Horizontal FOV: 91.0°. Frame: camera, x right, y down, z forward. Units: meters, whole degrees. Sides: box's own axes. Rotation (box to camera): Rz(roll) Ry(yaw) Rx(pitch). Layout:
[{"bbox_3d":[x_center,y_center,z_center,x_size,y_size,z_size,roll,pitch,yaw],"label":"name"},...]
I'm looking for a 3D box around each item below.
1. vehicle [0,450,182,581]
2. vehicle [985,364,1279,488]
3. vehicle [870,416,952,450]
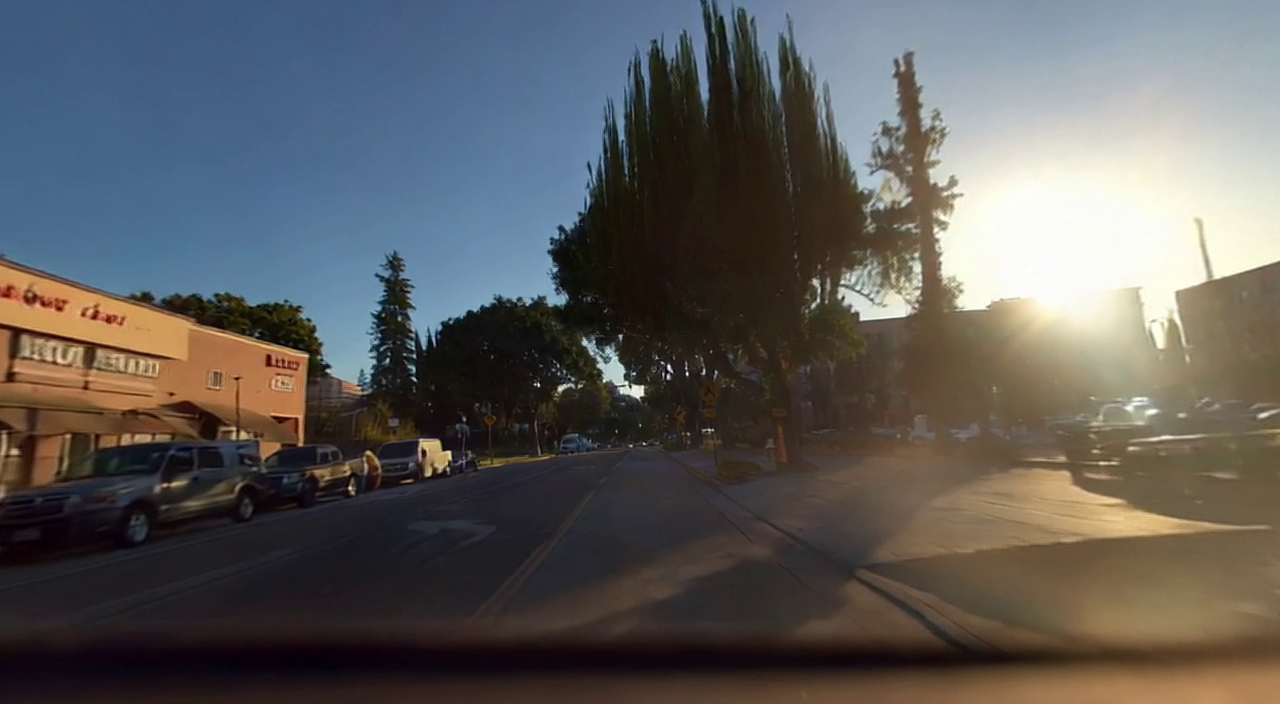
[{"bbox_3d":[-9.298,2.285,9.046,4.212,1.698,1.960,6,-11,-37],"label":"vehicle"},{"bbox_3d":[11.043,1.605,13.943,5.453,1.794,2.011,-8,-6,-2],"label":"vehicle"},{"bbox_3d":[17.808,5.371,41.647,4.625,1.729,2.048,-7,-6,17],"label":"vehicle"}]
